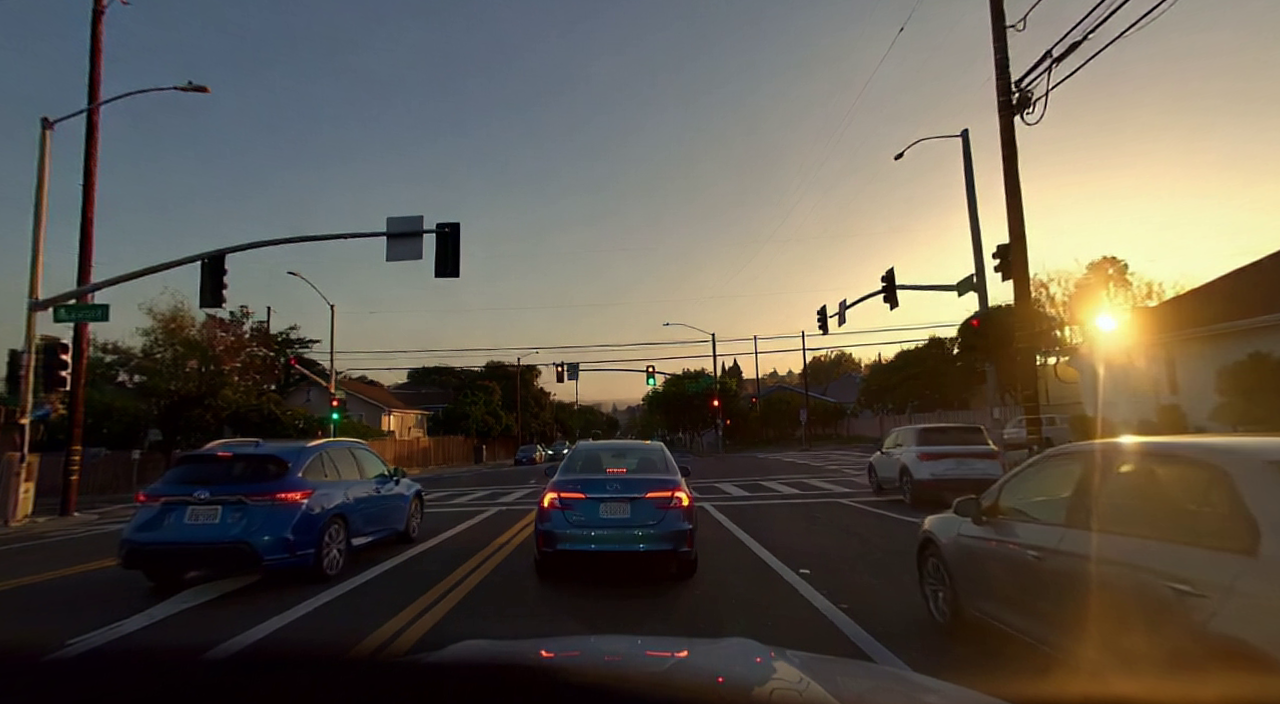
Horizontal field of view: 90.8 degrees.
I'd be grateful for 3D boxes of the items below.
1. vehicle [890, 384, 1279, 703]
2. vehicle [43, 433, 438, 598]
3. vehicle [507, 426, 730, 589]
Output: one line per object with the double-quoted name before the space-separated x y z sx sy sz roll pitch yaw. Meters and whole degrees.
"vehicle" 2.917 1.016 3.049 1.860 1.494 3.707 0 -8 0
"vehicle" -4.369 1.819 8.006 2.106 1.492 4.312 0 -8 1
"vehicle" -0.225 1.756 8.018 2.061 1.485 4.196 0 -8 -1
